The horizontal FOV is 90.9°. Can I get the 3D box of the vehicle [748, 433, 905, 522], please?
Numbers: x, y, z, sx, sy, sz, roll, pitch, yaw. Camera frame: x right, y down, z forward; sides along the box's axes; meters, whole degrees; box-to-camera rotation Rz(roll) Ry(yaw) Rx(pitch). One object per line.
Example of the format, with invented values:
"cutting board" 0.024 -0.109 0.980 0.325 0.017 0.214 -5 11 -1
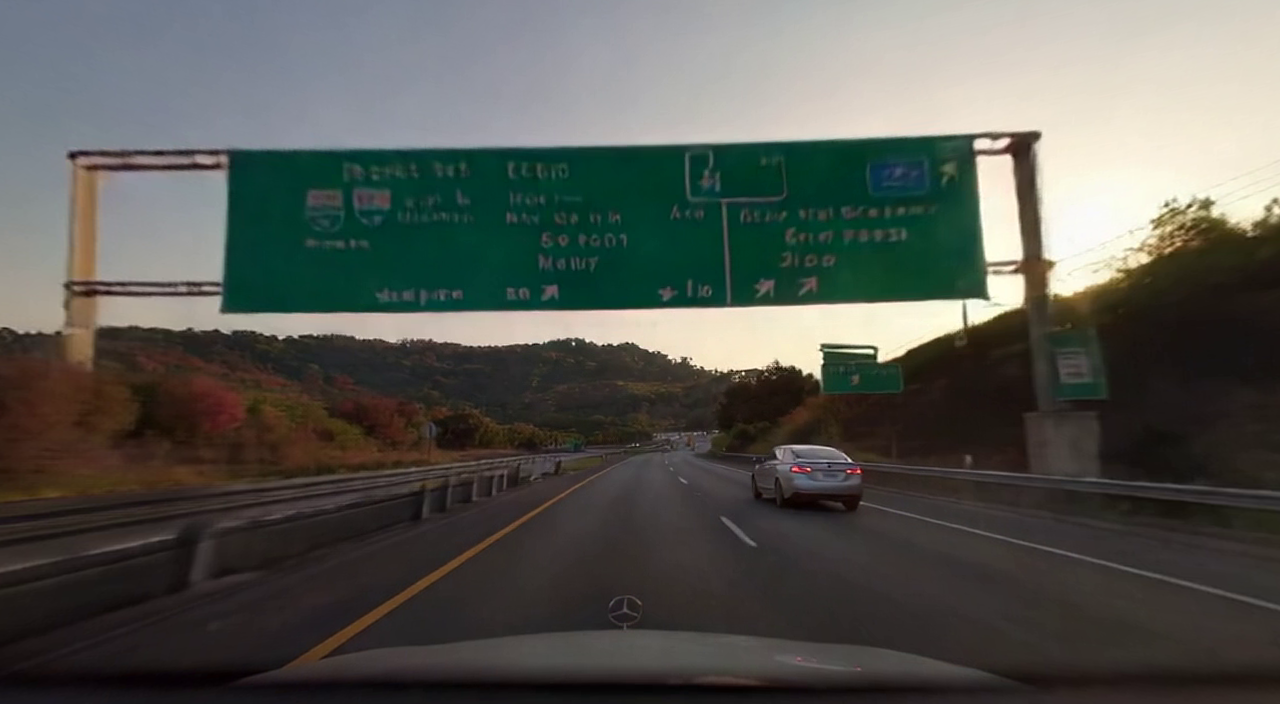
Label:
"vehicle" 3.590 2.482 13.012 1.997 1.515 4.025 0 -8 0
